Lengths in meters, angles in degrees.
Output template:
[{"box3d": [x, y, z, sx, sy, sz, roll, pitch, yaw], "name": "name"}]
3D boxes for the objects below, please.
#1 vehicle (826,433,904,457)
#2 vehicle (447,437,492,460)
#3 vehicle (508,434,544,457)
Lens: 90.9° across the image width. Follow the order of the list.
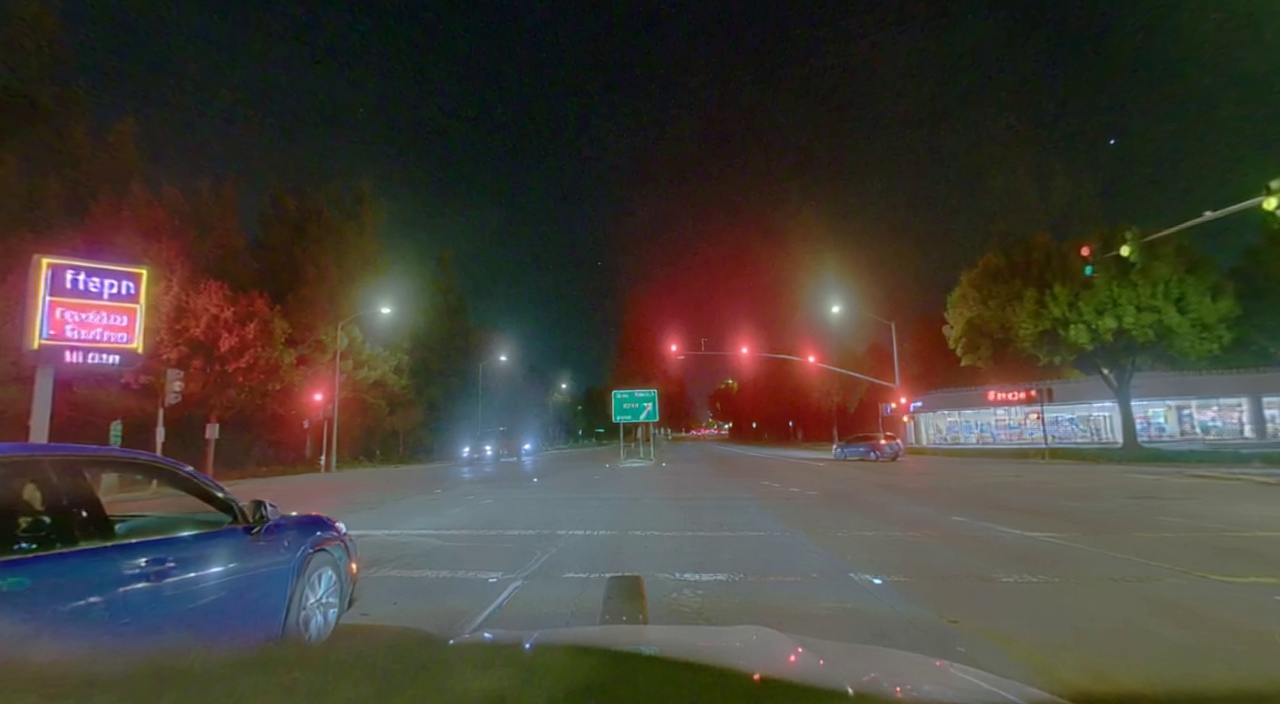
[{"box3d": [14.619, 6.068, 41.184, 1.781, 1.448, 4.560, 6, -11, -36], "name": "vehicle"}, {"box3d": [-11.771, 6.688, 43.892, 2.111, 1.499, 4.371, 0, -9, -3], "name": "vehicle"}, {"box3d": [-8.067, 6.662, 45.081, 1.920, 1.546, 4.086, 0, -9, -1], "name": "vehicle"}]
